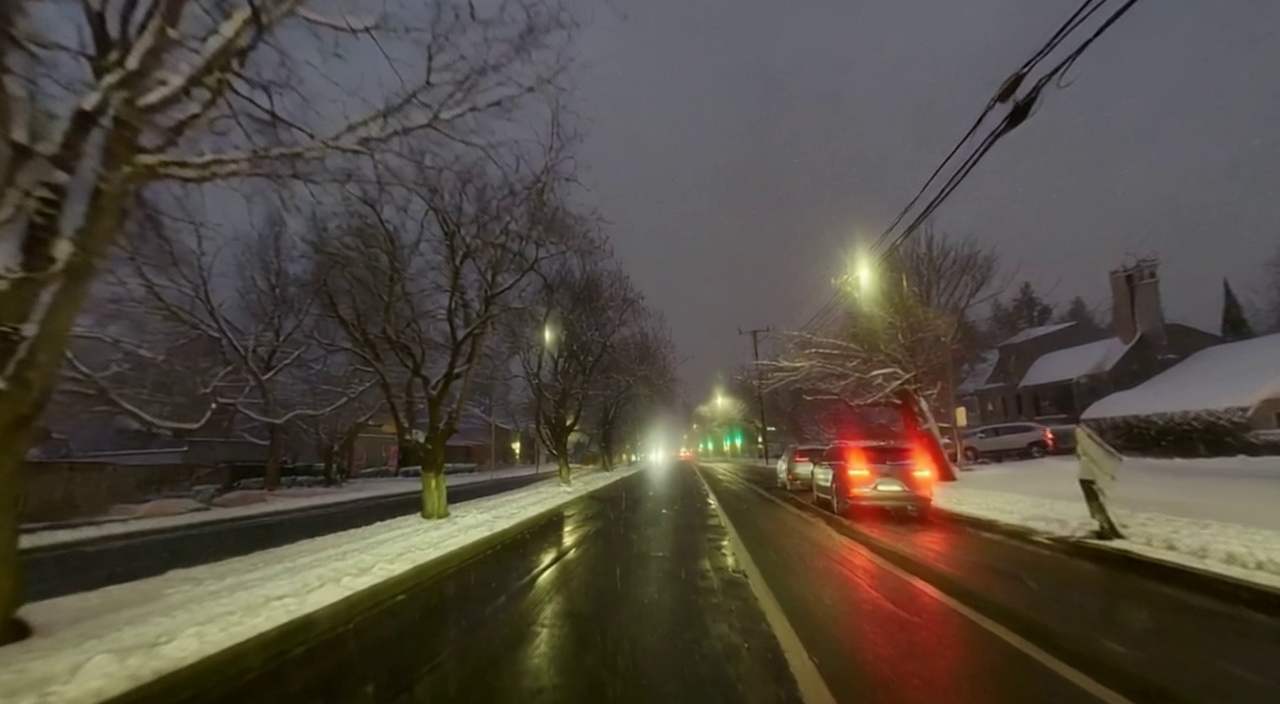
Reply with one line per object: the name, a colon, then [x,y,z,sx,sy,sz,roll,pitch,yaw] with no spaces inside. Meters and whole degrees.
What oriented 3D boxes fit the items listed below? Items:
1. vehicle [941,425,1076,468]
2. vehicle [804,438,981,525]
vehicle: [13.602,3.533,23.482,3.827,1.512,1.855,-1,-8,5]
vehicle: [5.076,2.630,13.495,1.979,1.524,4.578,0,-8,1]
